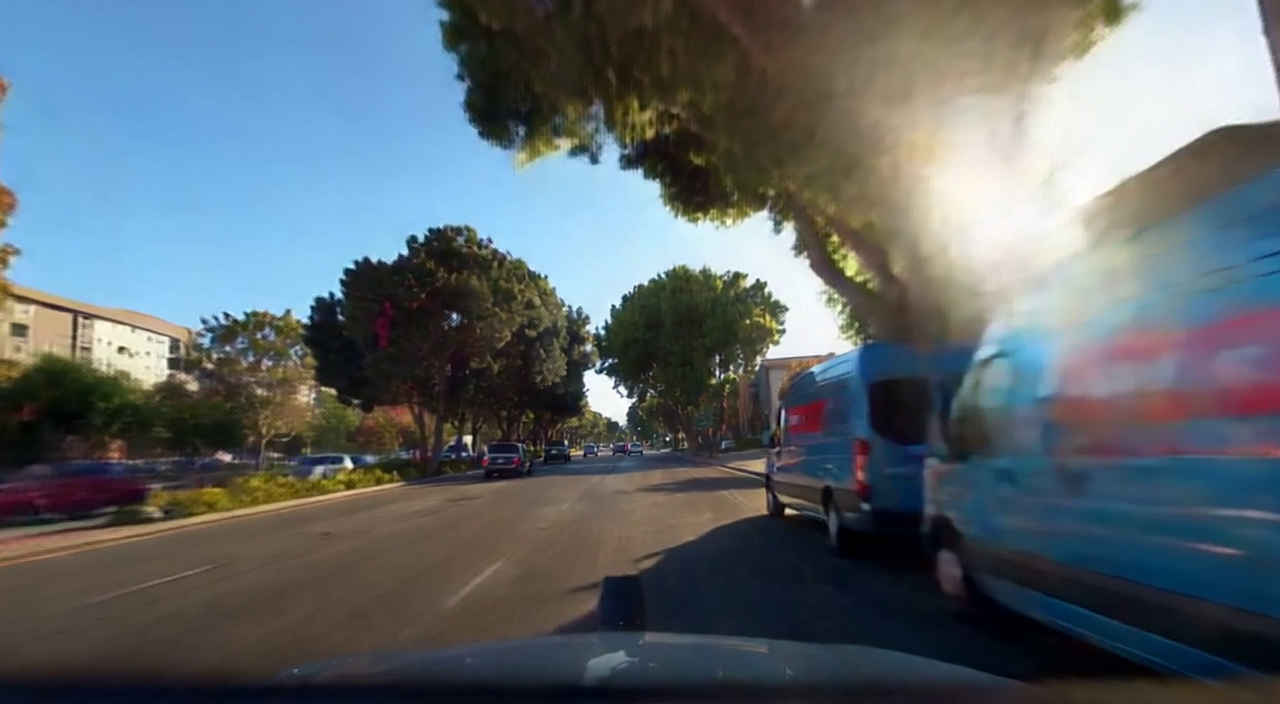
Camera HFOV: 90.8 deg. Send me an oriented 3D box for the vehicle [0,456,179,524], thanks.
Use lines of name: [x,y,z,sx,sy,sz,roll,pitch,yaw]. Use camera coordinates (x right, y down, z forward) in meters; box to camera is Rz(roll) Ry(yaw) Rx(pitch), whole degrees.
vehicle: [-14.878,3.536,16.742,1.842,1.472,4.639,0,-9,-1]

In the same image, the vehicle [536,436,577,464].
vehicle: [-6.336,7.554,48.752,2.332,2.039,5.678,0,-9,1]

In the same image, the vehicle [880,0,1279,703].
vehicle: [3.590,0.386,3.250,2.791,3.026,4.668,0,-9,0]

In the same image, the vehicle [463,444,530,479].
vehicle: [-6.514,4.999,29.200,1.970,1.456,4.441,0,-9,1]

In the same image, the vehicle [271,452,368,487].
vehicle: [-14.745,5.404,29.421,2.031,1.466,4.592,0,-9,1]
